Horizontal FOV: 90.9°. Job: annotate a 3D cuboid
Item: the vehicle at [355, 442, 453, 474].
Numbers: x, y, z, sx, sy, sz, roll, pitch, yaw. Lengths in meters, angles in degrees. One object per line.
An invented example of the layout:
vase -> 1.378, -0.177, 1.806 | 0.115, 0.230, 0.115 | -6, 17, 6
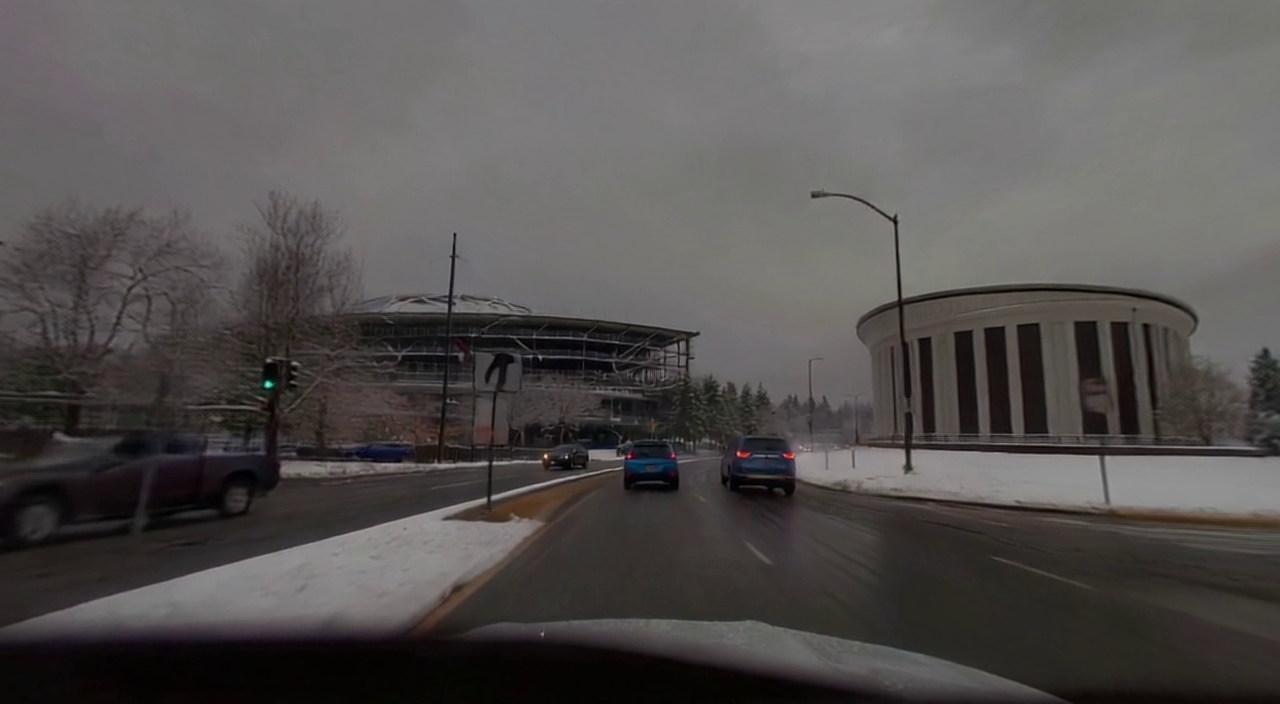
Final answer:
vehicle -> -11.960, 5.335, 32.027 | 4.351, 1.490, 2.012 | 4, -9, -28

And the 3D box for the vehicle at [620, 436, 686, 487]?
vehicle -> 0.523, 3.871, 22.542 | 2.132, 1.632, 3.889 | -1, -8, 3

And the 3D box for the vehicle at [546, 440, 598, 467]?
vehicle -> -4.821, 7.231, 45.247 | 2.254, 1.789, 4.736 | -2, -9, 13

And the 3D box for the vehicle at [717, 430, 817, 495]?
vehicle -> 3.761, 3.380, 19.709 | 2.320, 1.772, 4.872 | 0, -8, 3

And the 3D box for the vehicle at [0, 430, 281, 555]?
vehicle -> -8.392, 2.098, 10.260 | 2.121, 1.513, 4.827 | -1, -8, 2
